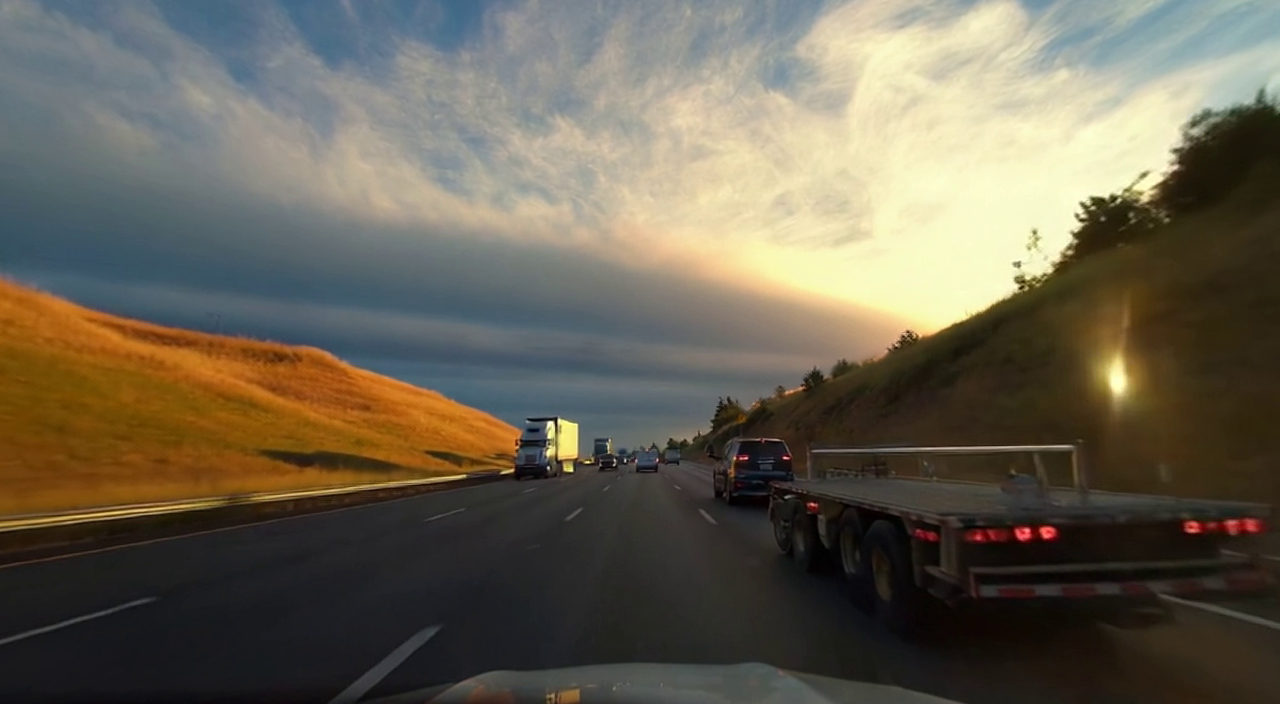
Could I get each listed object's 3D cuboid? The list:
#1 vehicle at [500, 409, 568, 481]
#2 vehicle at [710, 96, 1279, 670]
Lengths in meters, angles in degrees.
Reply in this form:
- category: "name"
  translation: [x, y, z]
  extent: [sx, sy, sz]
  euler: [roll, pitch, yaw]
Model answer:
- category: "vehicle"
  translation: [-6.287, 5.664, 38.333]
  extent: [3.004, 3.974, 5.891]
  euler: [0, -9, 1]
- category: "vehicle"
  translation: [3.498, 1.152, 11.387]
  extent: [2.845, 4.071, 14.008]
  euler: [0, -9, 0]
